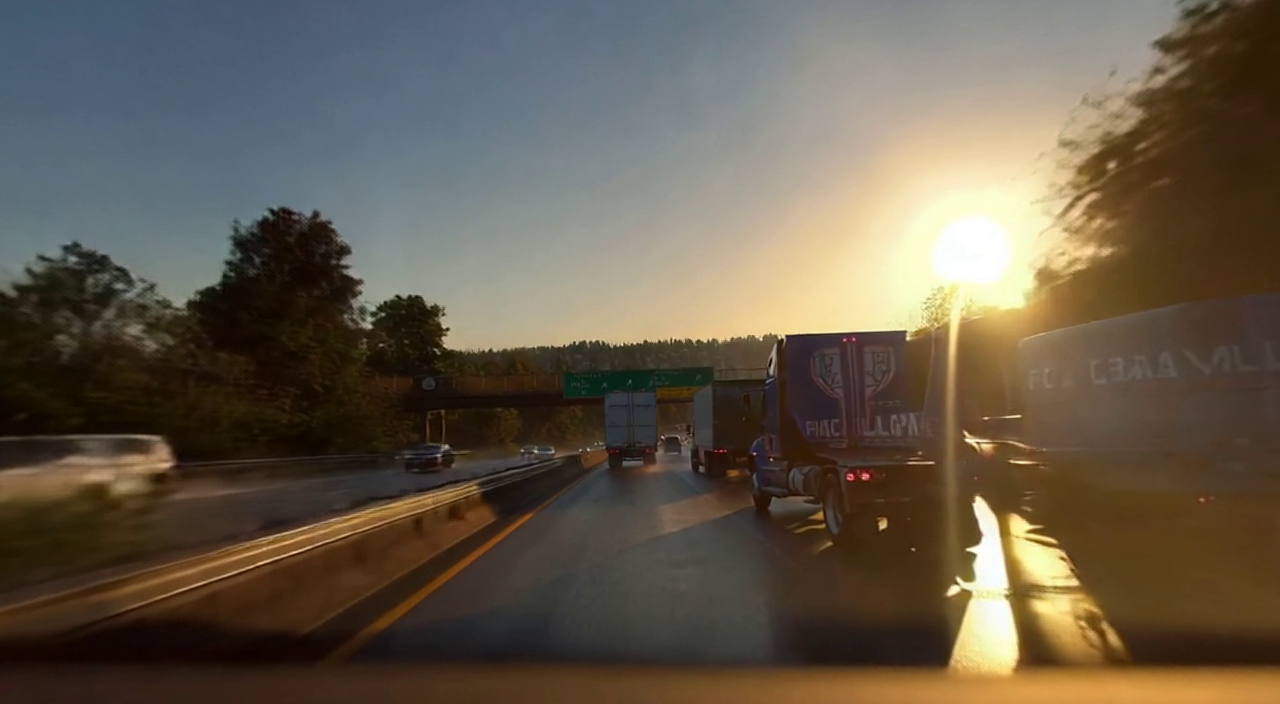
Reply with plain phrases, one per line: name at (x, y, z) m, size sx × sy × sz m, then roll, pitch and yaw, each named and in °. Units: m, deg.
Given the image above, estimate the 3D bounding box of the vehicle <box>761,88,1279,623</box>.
vehicle at (4.236, 0.531, 9.276) m, size 2.853 × 4.086 × 9.078 m, roll 0°, pitch -8°, yaw -1°

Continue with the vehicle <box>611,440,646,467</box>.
vehicle at (-0.674, 5.935, 36.989) m, size 1.943 × 1.491 × 3.459 m, roll 0°, pitch -8°, yaw -1°
